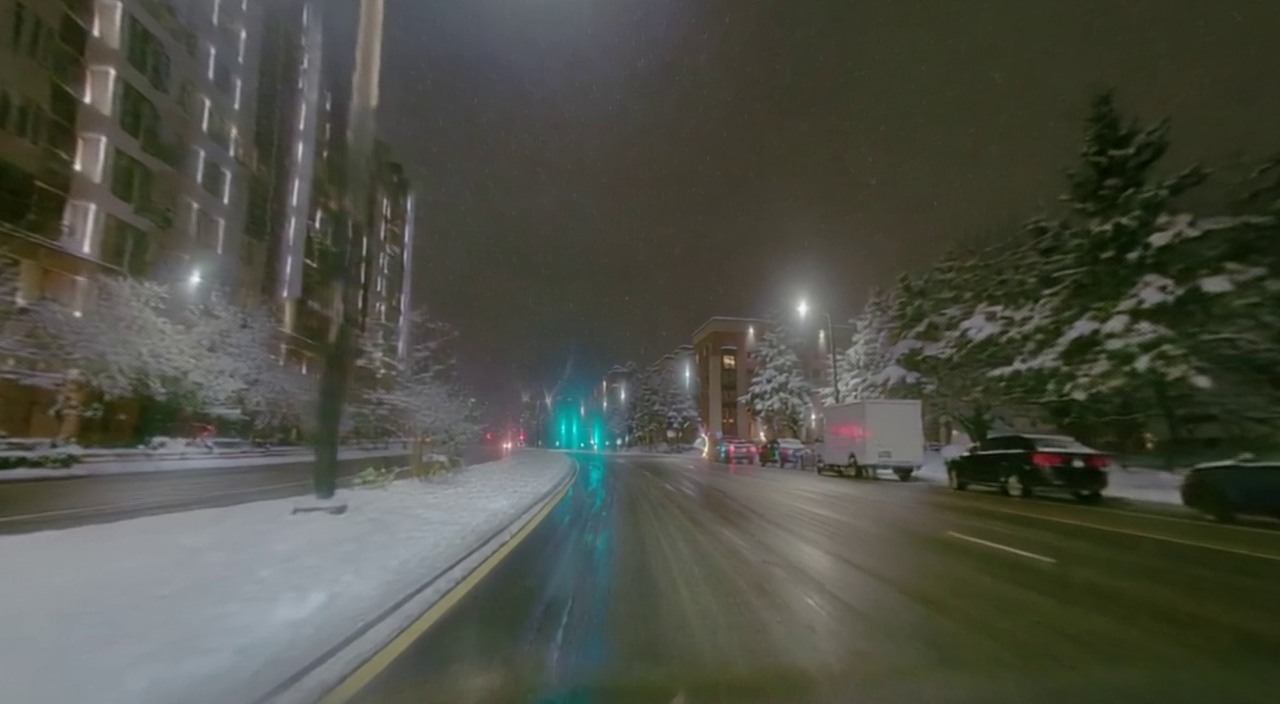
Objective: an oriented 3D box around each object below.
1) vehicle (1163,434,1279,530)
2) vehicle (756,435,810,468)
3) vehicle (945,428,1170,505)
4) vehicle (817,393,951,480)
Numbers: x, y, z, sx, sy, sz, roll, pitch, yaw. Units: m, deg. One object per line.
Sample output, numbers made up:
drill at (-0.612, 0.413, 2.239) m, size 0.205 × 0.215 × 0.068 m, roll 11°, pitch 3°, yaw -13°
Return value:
vehicle at (11.000, 2.025, 9.834) m, size 1.801 × 1.489 × 4.339 m, roll 0°, pitch -9°, yaw -4°
vehicle at (9.193, 6.446, 40.979) m, size 1.916 × 1.889 × 4.675 m, roll 4°, pitch -9°, yaw -6°
vehicle at (10.698, 2.985, 16.962) m, size 2.050 × 1.699 × 5.584 m, roll 0°, pitch -9°, yaw -2°
vehicle at (10.116, 3.666, 27.132) m, size 2.853 × 3.253 × 6.441 m, roll 0°, pitch -9°, yaw -3°
